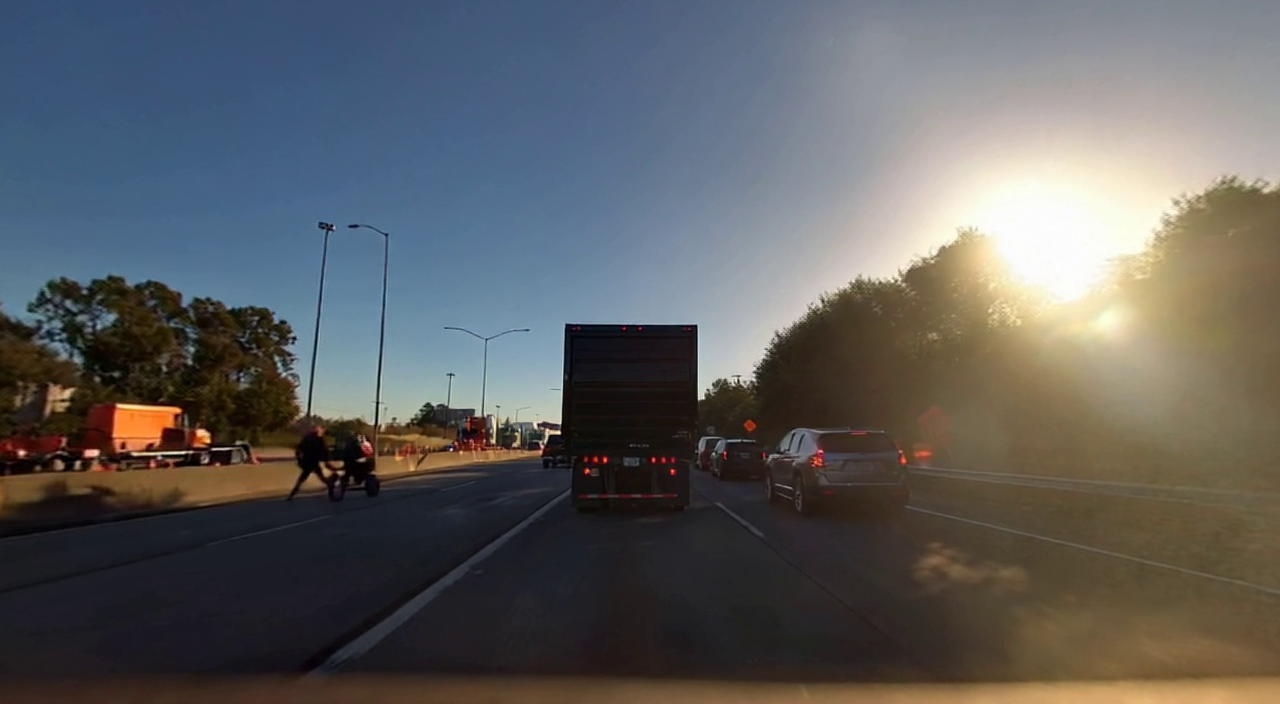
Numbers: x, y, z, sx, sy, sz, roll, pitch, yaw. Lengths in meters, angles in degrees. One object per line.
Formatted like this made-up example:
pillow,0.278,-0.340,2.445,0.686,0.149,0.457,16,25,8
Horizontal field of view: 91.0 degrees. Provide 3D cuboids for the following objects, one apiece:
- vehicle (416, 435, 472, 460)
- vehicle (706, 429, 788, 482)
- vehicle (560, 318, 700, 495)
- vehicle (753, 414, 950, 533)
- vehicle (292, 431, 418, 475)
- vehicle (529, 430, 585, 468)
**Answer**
vehicle,-12.458,6.106,40.287,1.887,1.511,4.152,0,-9,6
vehicle,3.702,3.678,22.590,1.998,1.713,4.149,1,-9,-3
vehicle,-0.180,1.942,19.135,3.067,3.940,10.154,0,-9,0
vehicle,3.480,2.099,11.388,2.103,1.713,4.173,0,-9,0
vehicle,-12.921,4.627,28.810,4.663,1.708,2.054,3,-9,-4
vehicle,-4.073,4.890,31.793,2.095,1.736,4.529,0,-9,2
